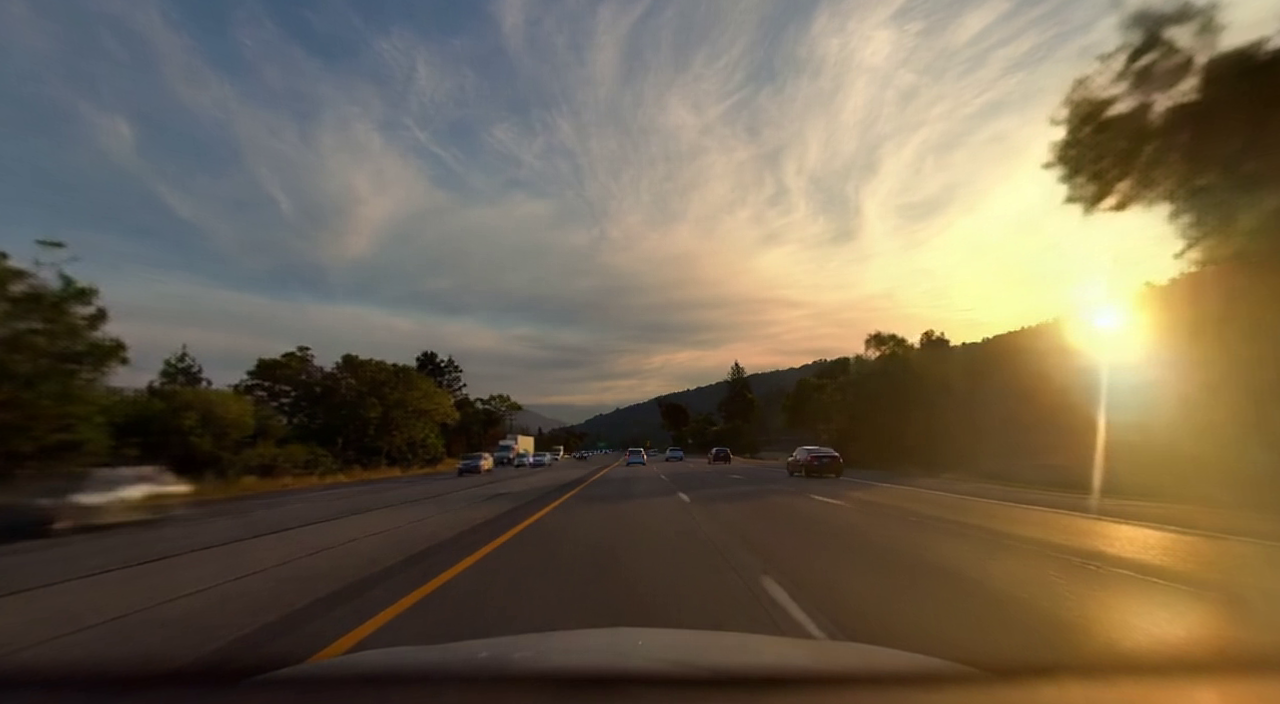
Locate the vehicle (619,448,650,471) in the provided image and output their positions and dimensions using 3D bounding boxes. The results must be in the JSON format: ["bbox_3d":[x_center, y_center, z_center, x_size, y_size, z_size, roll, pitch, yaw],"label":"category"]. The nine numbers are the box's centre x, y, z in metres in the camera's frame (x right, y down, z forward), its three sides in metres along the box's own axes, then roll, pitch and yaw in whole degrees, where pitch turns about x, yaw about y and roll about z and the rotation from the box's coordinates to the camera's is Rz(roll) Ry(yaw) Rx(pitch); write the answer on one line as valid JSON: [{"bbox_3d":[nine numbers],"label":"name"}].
[{"bbox_3d":[-0.370,7.318,43.135,2.021,1.507,4.272,0,-9,0],"label":"vehicle"}]

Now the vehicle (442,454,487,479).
[{"bbox_3d":[-12.378,8.107,44.827,1.897,1.659,4.306,0,-9,0],"label":"vehicle"}]

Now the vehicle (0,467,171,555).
[{"bbox_3d":[-12.864,3.364,13.874,1.810,1.498,4.320,0,-9,-1],"label":"vehicle"}]

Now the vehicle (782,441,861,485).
[{"bbox_3d":[7.133,4.393,25.210,1.903,1.566,3.866,0,-9,-1],"label":"vehicle"}]
